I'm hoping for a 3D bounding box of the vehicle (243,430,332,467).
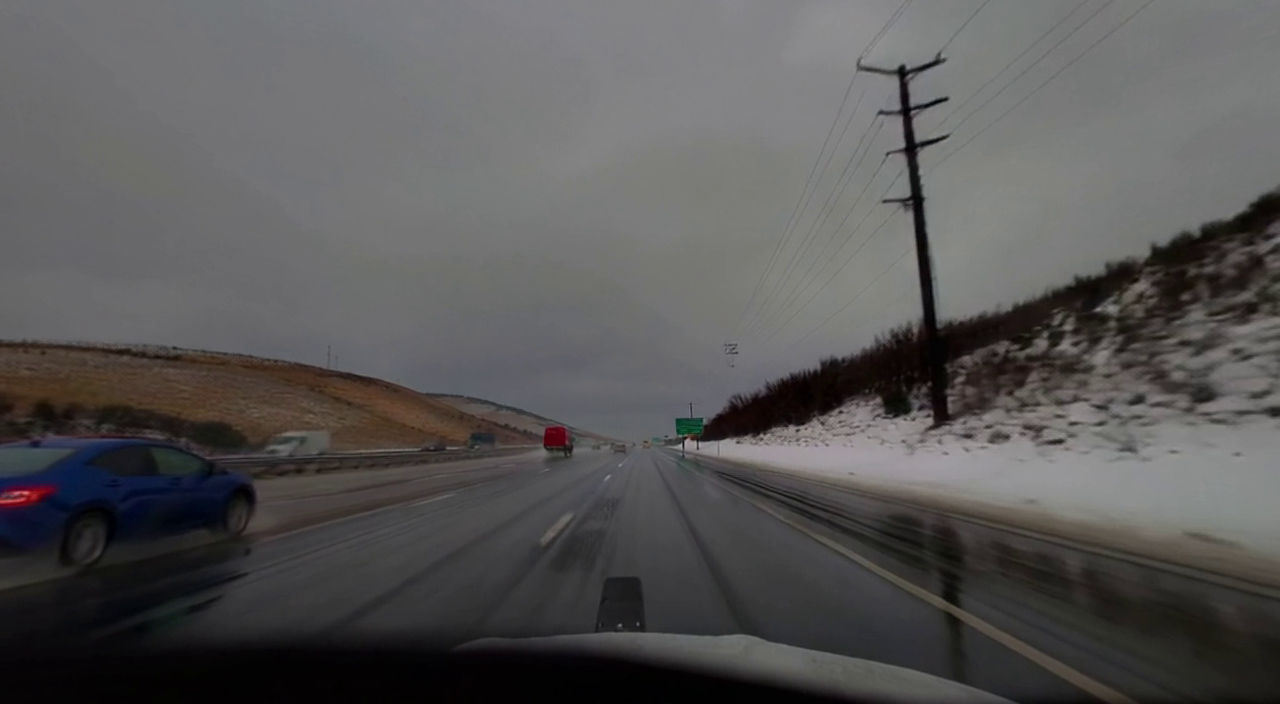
[{"bbox_3d":[-20.706,5.720,37.287,2.268,2.017,4.996,0,-9,1],"label":"vehicle"}]

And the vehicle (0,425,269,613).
[{"bbox_3d":[-6.008,1.481,6.092,1.955,1.469,4.554,0,-8,1],"label":"vehicle"}]
